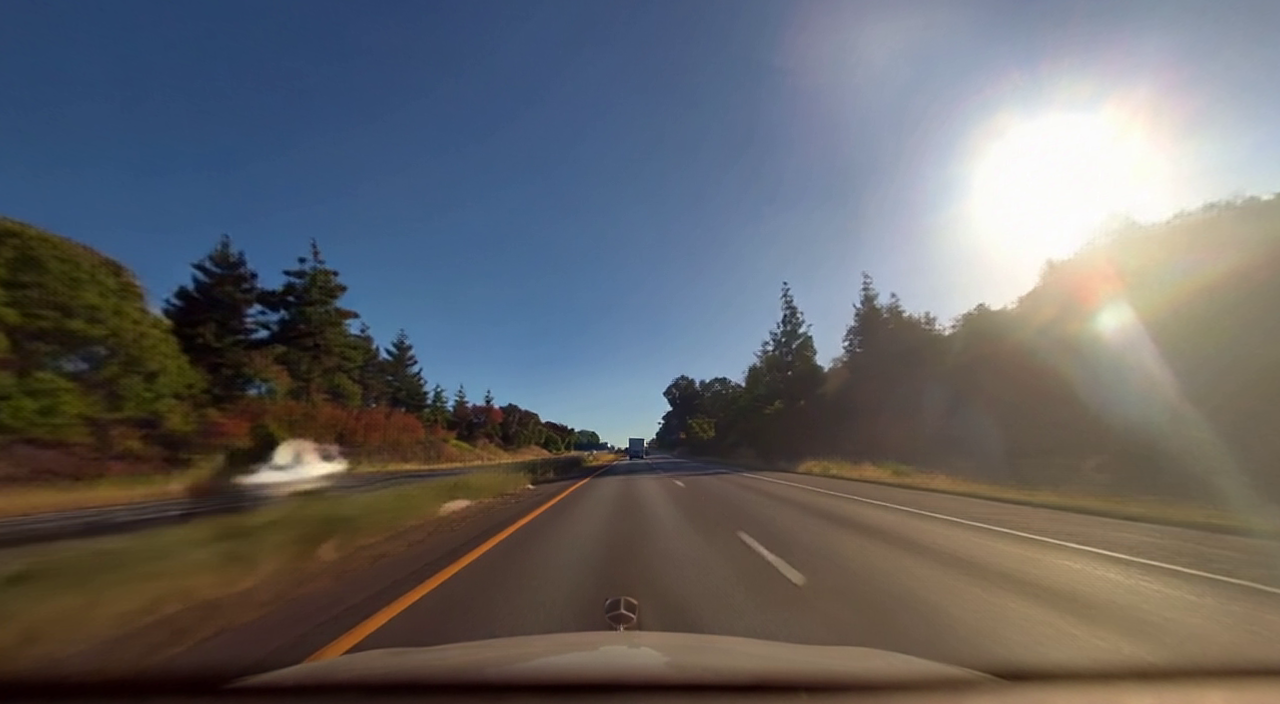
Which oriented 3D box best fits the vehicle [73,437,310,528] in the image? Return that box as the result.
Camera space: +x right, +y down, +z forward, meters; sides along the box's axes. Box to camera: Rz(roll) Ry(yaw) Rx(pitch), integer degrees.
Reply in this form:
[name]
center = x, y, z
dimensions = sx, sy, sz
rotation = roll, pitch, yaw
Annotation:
[vehicle]
center = -9.477, 2.755, 13.854
dimensions = 1.934, 1.646, 4.423
rotation = 0, -9, 0
